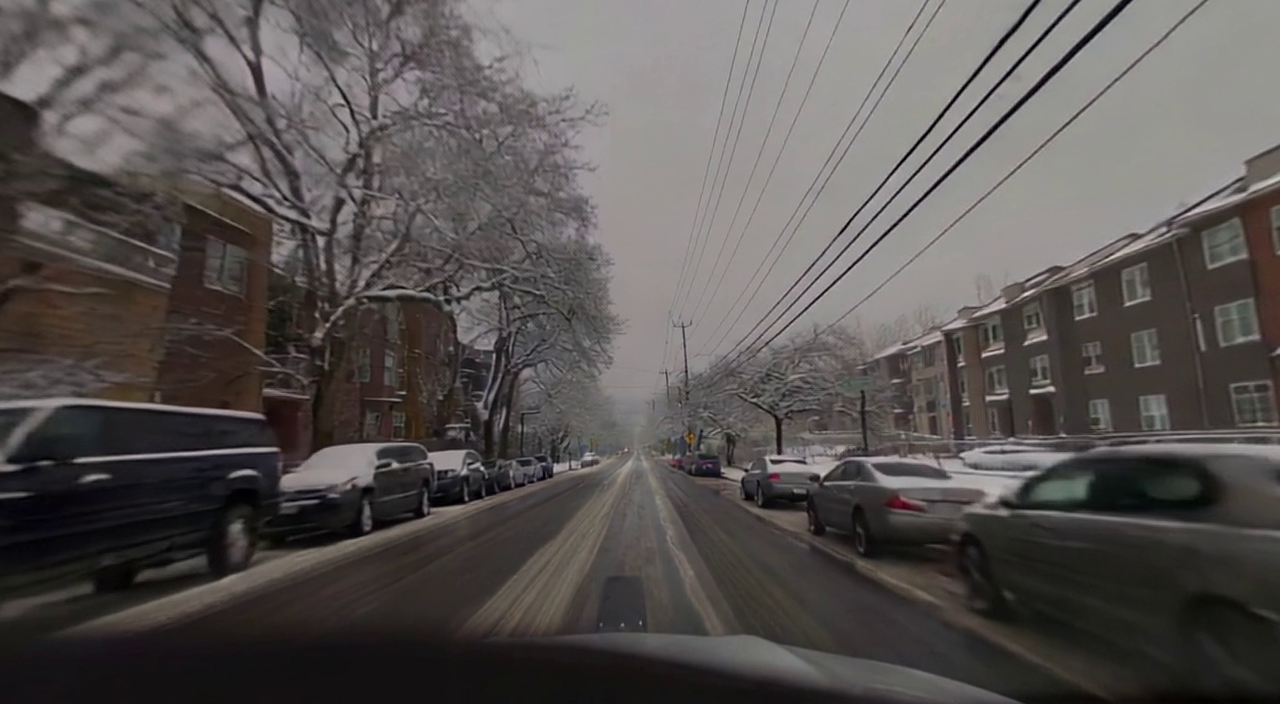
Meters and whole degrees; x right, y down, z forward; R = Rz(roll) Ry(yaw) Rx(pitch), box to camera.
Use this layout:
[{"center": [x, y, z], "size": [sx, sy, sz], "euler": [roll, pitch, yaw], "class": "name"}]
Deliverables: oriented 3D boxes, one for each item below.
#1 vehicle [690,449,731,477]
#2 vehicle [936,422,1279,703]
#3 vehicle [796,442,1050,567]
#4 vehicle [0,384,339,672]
[{"center": [4.041, 6.406, 36.496], "size": [1.883, 1.527, 3.828], "euler": [0, -9, -1], "class": "vehicle"}, {"center": [3.772, 1.227, 3.780], "size": [1.881, 1.500, 4.299], "euler": [0, -9, 0], "class": "vehicle"}, {"center": [3.921, 2.167, 9.727], "size": [1.846, 1.464, 4.420], "euler": [0, -9, 0], "class": "vehicle"}, {"center": [-6.138, 1.709, 7.158], "size": [2.376, 2.219, 6.021], "euler": [-2, -8, 1], "class": "vehicle"}]
